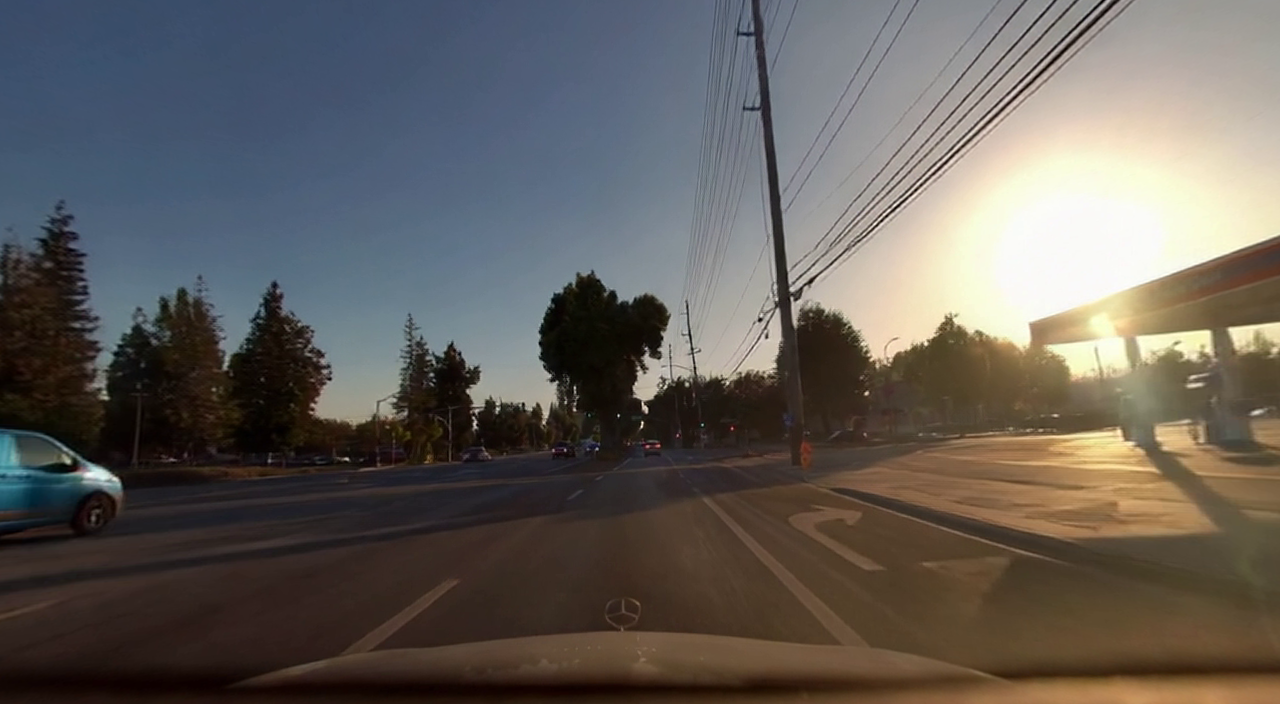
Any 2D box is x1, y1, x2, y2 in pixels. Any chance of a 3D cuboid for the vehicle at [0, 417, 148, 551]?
[{"bbox_3d":[-9.964,1.845,8.791,2.149,1.848,4.961,0,-8,1],"label":"vehicle"}]
